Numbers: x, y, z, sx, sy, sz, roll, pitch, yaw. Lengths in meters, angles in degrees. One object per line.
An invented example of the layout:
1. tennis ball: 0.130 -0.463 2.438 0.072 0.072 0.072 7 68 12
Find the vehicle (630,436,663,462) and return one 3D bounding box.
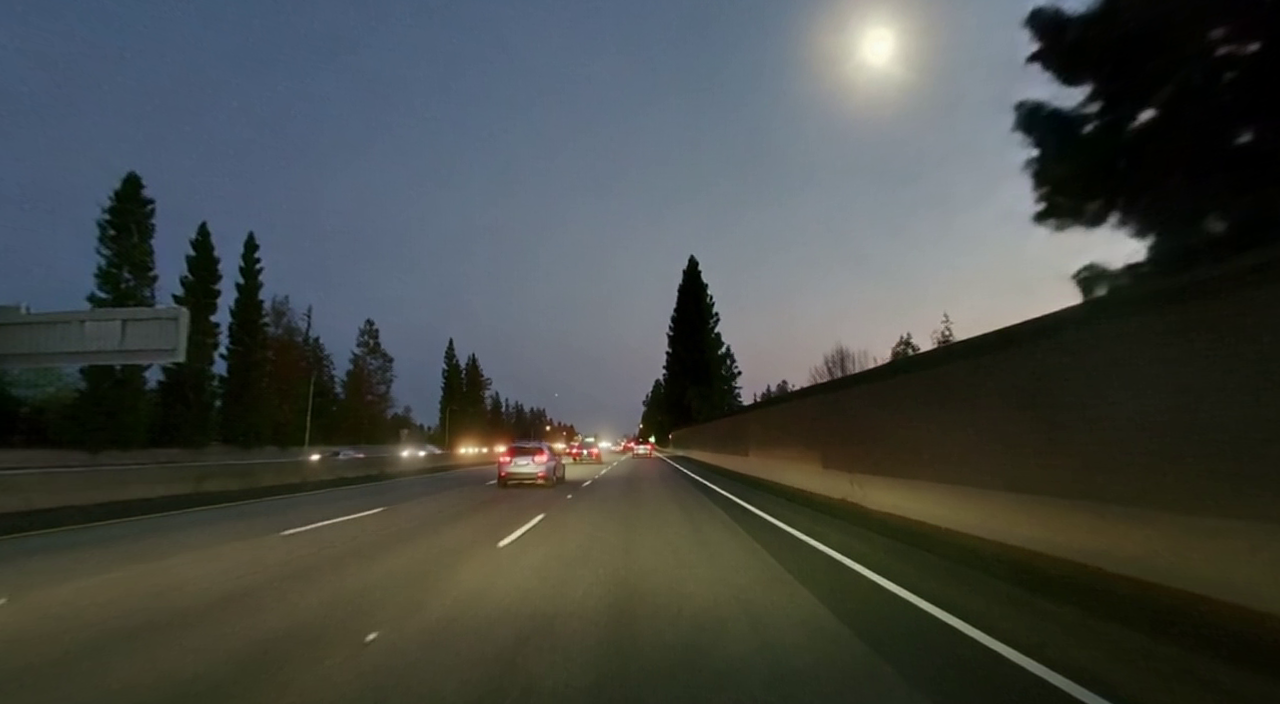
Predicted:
1. vehicle: 0.435 7.137 46.298 2.285 1.797 4.478 0 -8 -1

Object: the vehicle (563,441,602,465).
1. vehicle: -3.656 6.449 40.311 2.055 1.431 3.921 0 -8 1

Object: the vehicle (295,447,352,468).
1. vehicle: -24.762 8.232 49.262 1.938 1.479 4.731 0 -8 1

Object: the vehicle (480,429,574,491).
1. vehicle: -3.306 3.256 19.264 2.056 1.679 4.204 0 -8 1
